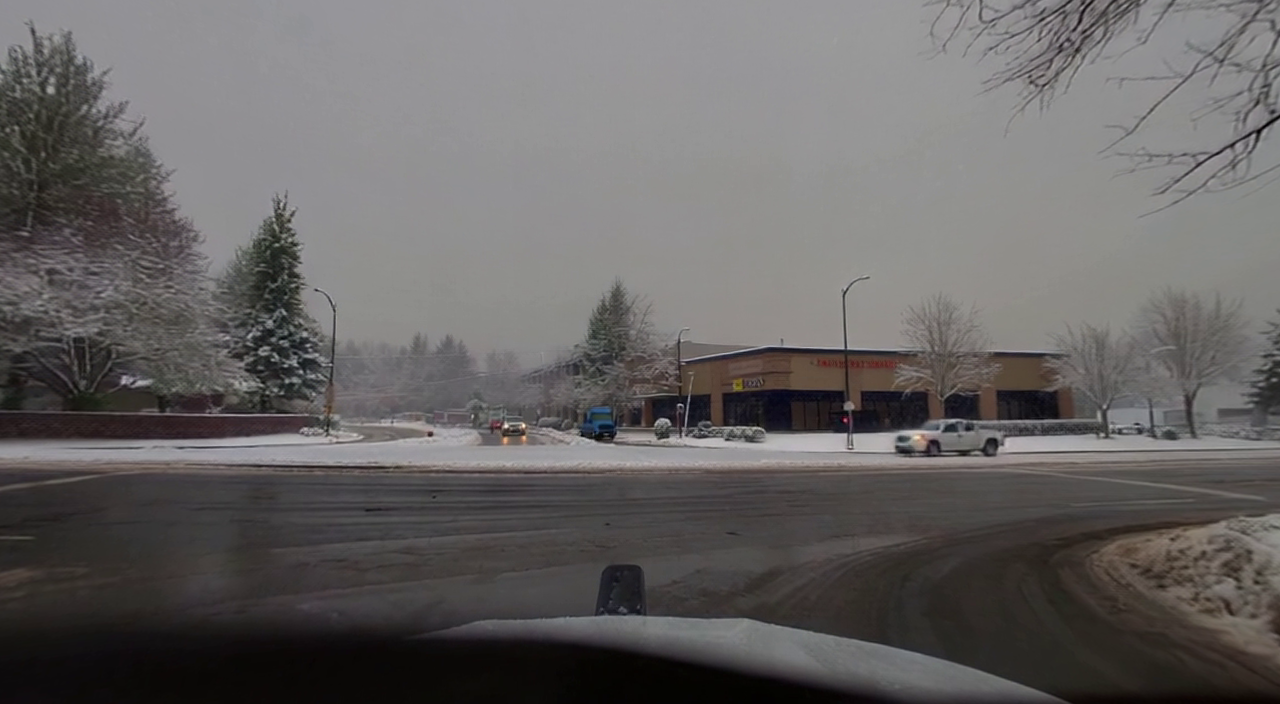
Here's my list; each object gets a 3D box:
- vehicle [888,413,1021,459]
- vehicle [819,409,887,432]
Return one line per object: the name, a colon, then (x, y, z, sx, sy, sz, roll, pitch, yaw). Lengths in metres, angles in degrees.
vehicle: (13.800, 3.716, 27.536, 5.333, 1.837, 2.124, 3, -9, -22)
vehicle: (15.150, 4.932, 44.643, 4.674, 1.483, 1.745, 4, -9, -26)
